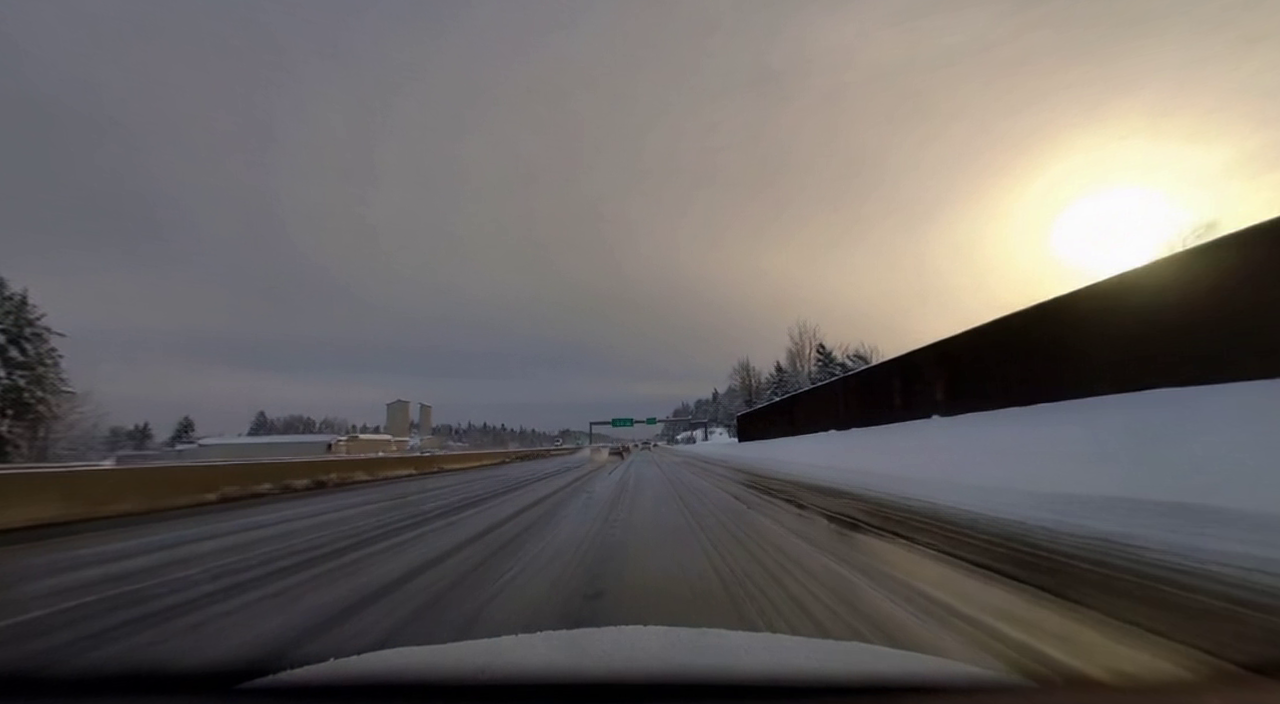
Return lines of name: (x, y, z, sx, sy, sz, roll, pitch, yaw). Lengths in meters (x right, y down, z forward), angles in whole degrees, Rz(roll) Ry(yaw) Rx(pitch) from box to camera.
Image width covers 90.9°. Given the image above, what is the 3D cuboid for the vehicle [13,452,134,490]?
vehicle: (-28.547, 5.978, 32.011, 1.941, 1.688, 4.481, 0, -8, 1)
